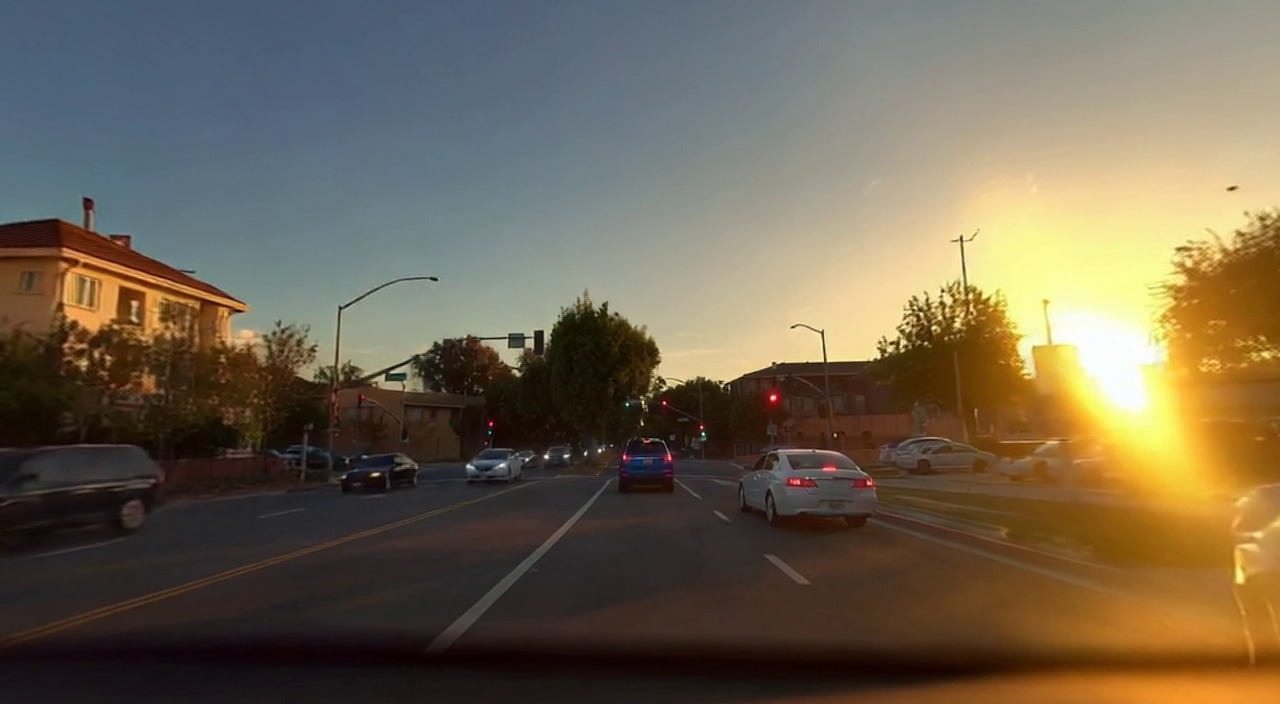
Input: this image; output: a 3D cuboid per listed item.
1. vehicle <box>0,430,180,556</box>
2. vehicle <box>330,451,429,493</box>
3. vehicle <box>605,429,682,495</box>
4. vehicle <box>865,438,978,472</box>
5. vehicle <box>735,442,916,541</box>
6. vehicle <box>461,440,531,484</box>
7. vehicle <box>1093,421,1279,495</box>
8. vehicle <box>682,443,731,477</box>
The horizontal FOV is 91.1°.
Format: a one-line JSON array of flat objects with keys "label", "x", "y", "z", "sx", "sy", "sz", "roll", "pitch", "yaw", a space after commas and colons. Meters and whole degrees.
[{"label": "vehicle", "x": -10.172, "y": 2.159, "z": 9.930, "sx": 2.161, "sy": 1.764, "sz": 4.725, "roll": 0, "pitch": -8, "yaw": 0}, {"label": "vehicle", "x": -10.007, "y": 4.615, "z": 24.557, "sx": 1.962, "sy": 1.458, "sz": 4.505, "roll": 0, "pitch": -8, "yaw": 0}, {"label": "vehicle", "x": 0.093, "y": 3.610, "z": 20.917, "sx": 2.296, "sy": 1.947, "sz": 4.168, "roll": 0, "pitch": -8, "yaw": 0}, {"label": "vehicle", "x": 13.675, "y": 5.024, "z": 30.745, "sx": 4.507, "sy": 1.610, "sz": 2.045, "roll": 0, "pitch": -9, "yaw": 0}, {"label": "vehicle", "x": 3.154, "y": 2.455, "z": 11.790, "sx": 1.900, "sy": 1.478, "sz": 4.425, "roll": 0, "pitch": -8, "yaw": -2}, {"label": "vehicle", "x": -6.416, "y": 4.944, "z": 28.526, "sx": 2.092, "sy": 1.802, "sz": 4.270, "roll": 0, "pitch": -8, "yaw": 1}, {"label": "vehicle", "x": 13.685, "y": 2.447, "z": 14.672, "sx": 4.648, "sy": 1.583, "sz": 2.018, "roll": 0, "pitch": -9, "yaw": -3}, {"label": "vehicle", "x": 3.584, "y": 5.908, "z": 34.592, "sx": 2.138, "sy": 1.729, "sz": 4.178, "roll": 0, "pitch": -8, "yaw": -1}]
